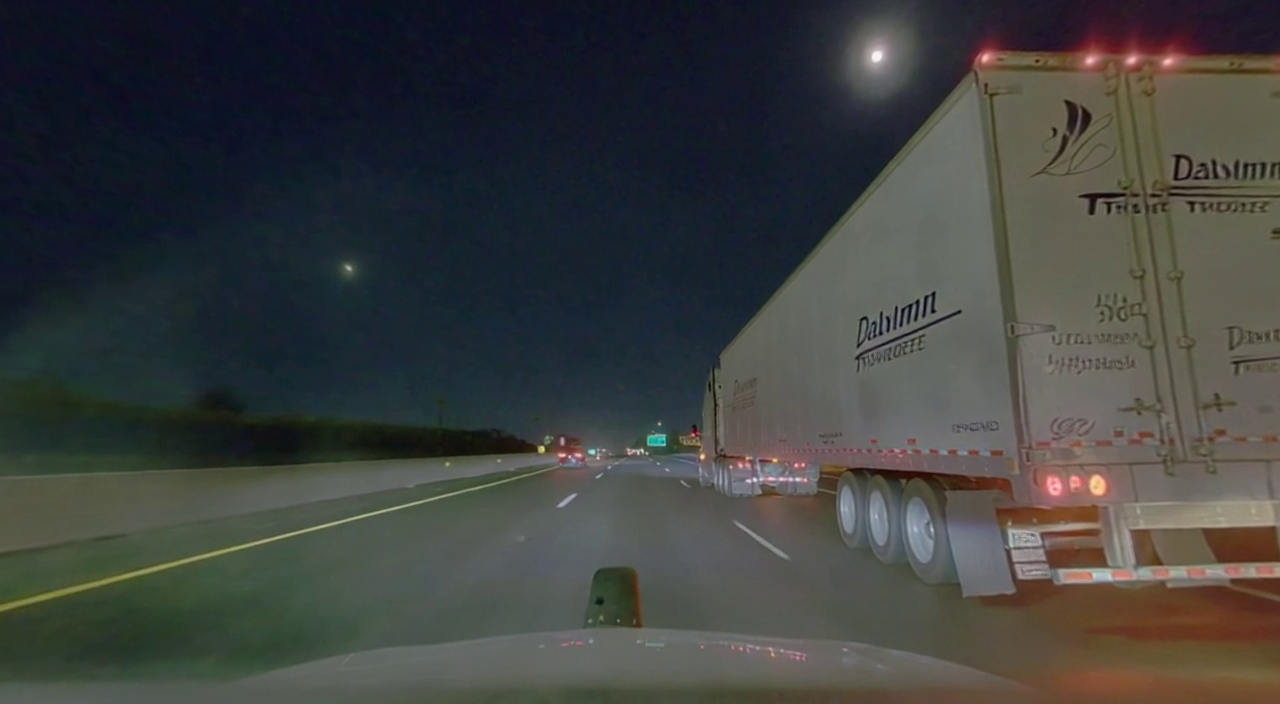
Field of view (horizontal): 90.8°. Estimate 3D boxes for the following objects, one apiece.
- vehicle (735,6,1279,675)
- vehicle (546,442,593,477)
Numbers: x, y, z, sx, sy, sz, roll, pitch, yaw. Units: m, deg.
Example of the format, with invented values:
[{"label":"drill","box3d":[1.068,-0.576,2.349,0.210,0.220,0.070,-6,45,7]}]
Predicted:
[{"label":"vehicle","box3d":[3.964,0.699,10.145,2.962,4.132,12.720,0,-8,0]},{"label":"vehicle","box3d":[-3.604,5.585,33.095,2.030,1.657,3.926,0,-8,0]}]
